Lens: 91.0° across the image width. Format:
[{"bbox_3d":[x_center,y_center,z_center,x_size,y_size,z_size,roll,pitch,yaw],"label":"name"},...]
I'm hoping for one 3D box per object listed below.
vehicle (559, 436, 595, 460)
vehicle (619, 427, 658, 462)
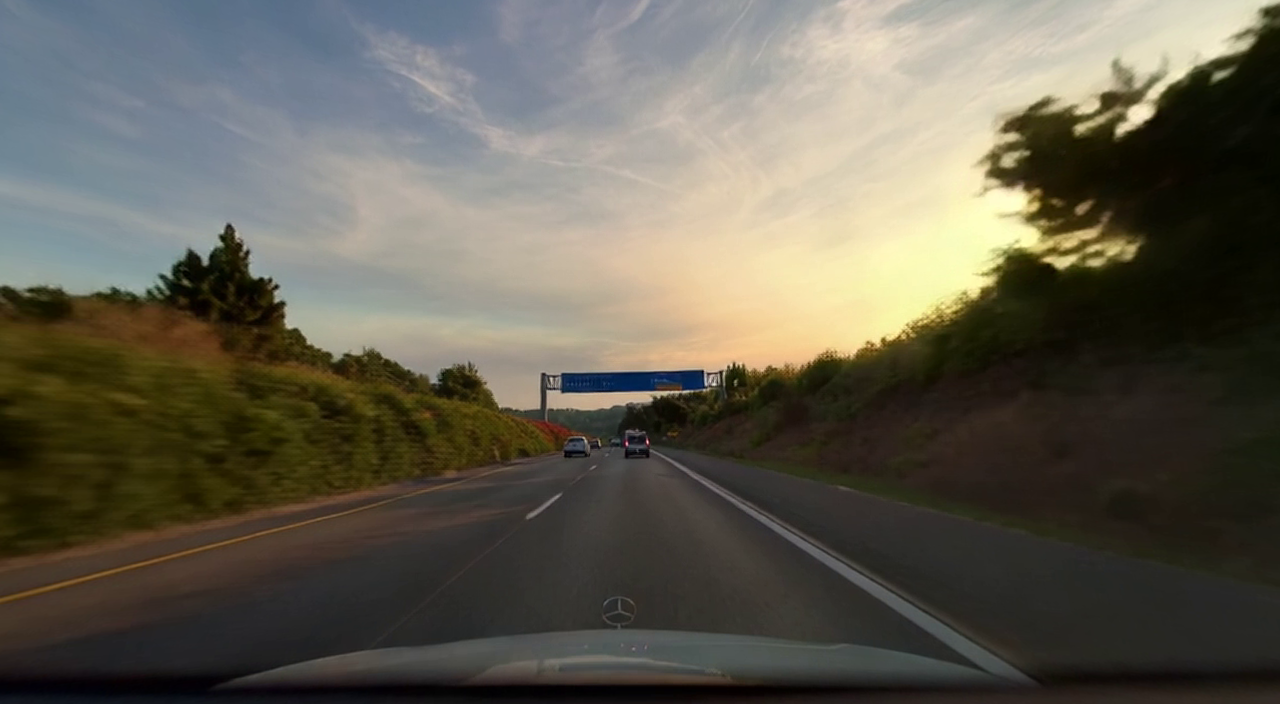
[{"bbox_3d":[-4.213,6.463,42.524,2.062,1.567,4.117,0,-8,-1],"label":"vehicle"},{"bbox_3d":[-0.166,5.609,38.358,2.223,1.957,4.416,0,-8,-2],"label":"vehicle"}]
